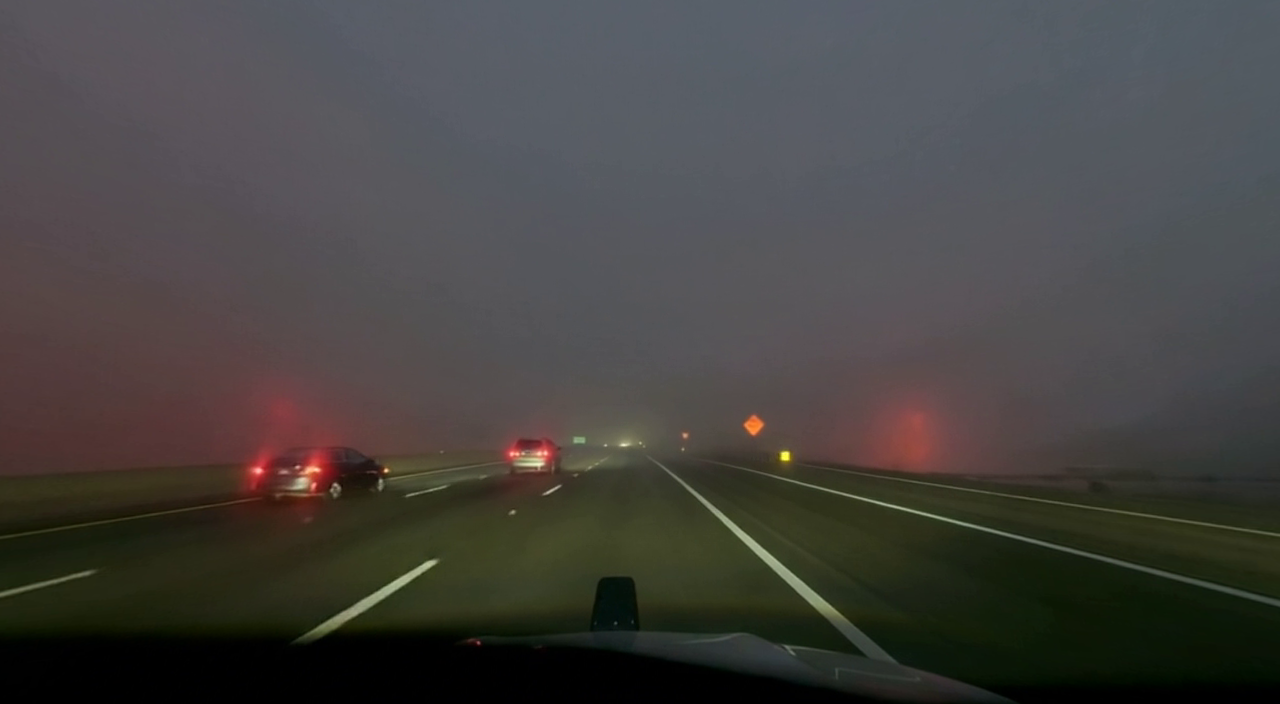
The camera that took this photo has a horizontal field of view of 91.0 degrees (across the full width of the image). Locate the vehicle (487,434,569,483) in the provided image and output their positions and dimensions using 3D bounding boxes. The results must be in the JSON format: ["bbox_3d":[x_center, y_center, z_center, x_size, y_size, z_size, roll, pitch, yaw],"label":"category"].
[{"bbox_3d":[-4.155,4.015,24.232,2.200,1.662,5.091,0,-8,0],"label":"vehicle"}]

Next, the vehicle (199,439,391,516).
[{"bbox_3d":[-7.925,2.872,15.141,1.924,1.519,4.791,0,-8,0],"label":"vehicle"}]
